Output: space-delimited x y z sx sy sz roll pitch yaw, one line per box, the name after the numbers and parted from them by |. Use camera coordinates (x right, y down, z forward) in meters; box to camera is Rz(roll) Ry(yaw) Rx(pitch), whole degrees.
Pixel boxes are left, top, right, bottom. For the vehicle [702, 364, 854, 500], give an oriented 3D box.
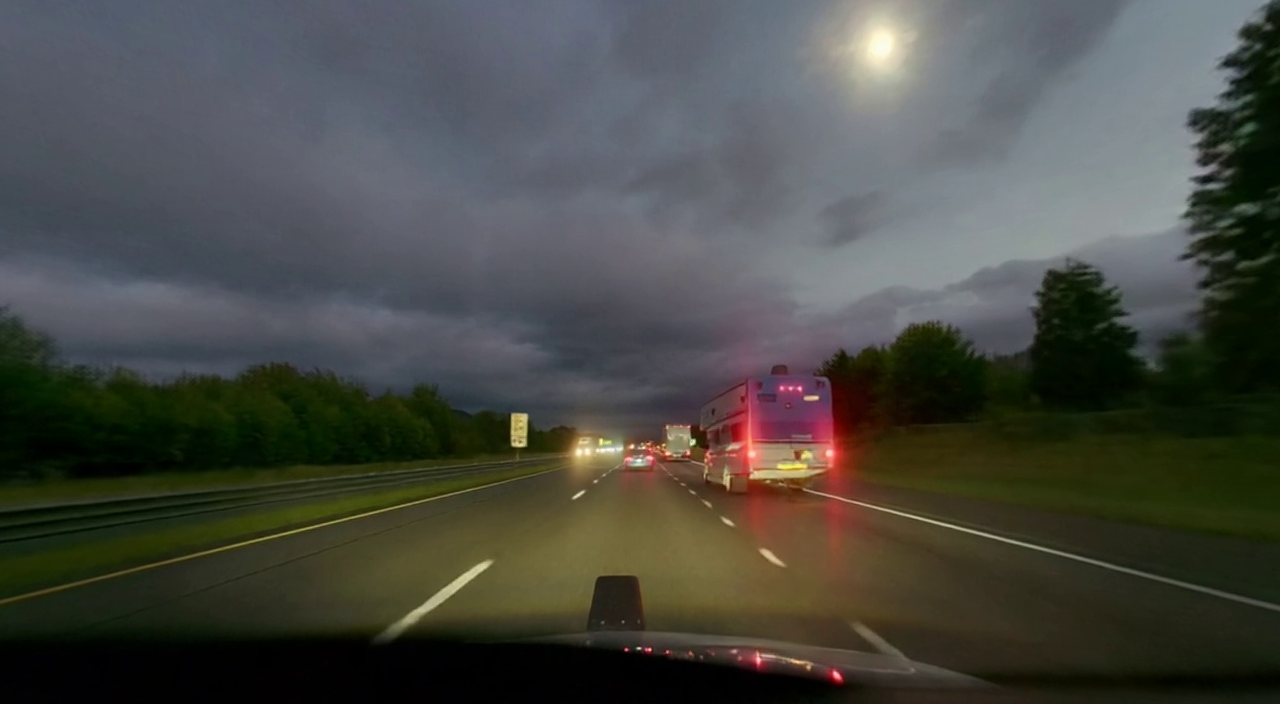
4.006 2.731 20.777 2.931 3.530 8.760 0 -9 0 | vehicle

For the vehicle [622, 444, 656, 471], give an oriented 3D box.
-0.037 7.045 42.255 2.151 1.678 3.923 0 -9 1 | vehicle
